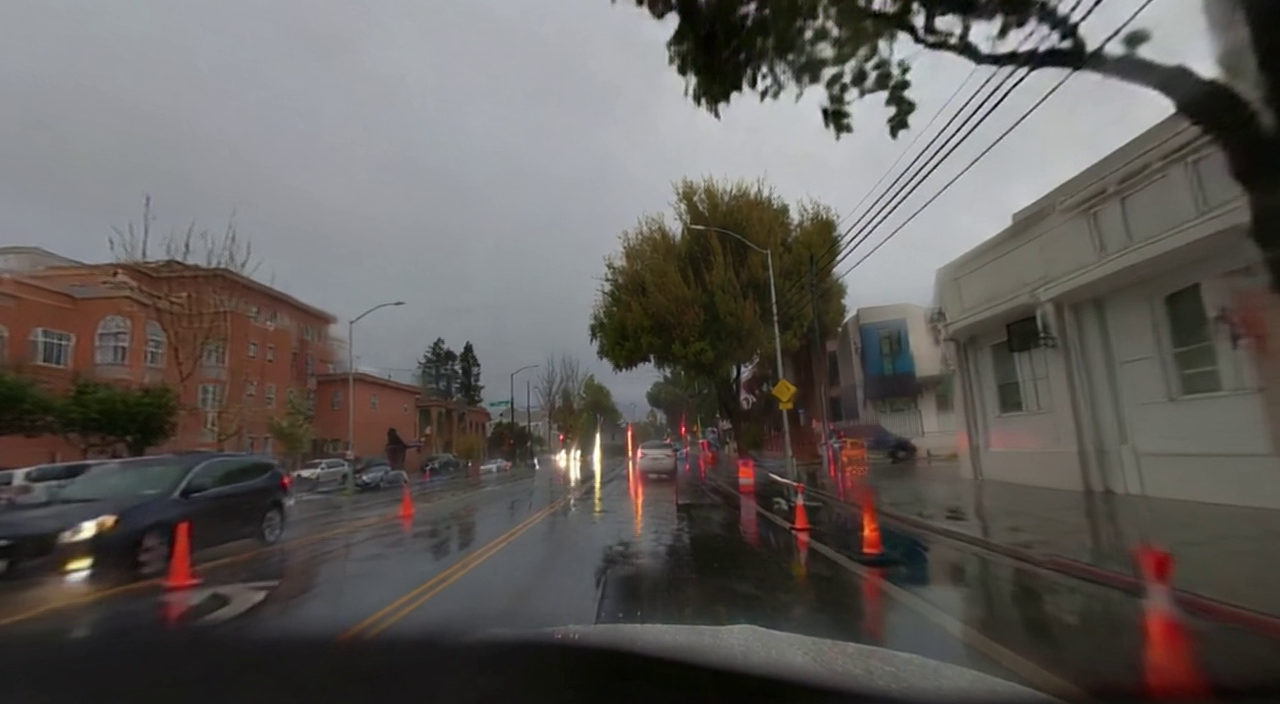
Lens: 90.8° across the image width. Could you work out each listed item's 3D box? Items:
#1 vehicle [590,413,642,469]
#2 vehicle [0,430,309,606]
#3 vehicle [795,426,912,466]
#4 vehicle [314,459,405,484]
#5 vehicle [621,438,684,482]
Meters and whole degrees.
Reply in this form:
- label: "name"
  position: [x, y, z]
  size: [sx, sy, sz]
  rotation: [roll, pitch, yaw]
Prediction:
- label: "vehicle"
  position: [-1.461, 6.087, 43.332]
  size: [2.977, 3.271, 12.748]
  rotation: [0, -8, -1]
- label: "vehicle"
  position: [-6.897, 2.041, 8.760]
  size: [2.016, 1.693, 4.911]
  rotation: [-3, -8, 0]
- label: "vehicle"
  position: [10.439, 4.627, 31.224]
  size: [4.859, 1.914, 2.333]
  rotation: [1, -8, -5]
- label: "vehicle"
  position: [-18.327, 7.829, 41.441]
  size: [4.952, 1.510, 2.115]
  rotation: [-1, -8, 5]
- label: "vehicle"
  position: [0.502, 4.038, 23.909]
  size: [2.159, 1.506, 4.086]
  rotation: [0, -8, 2]
